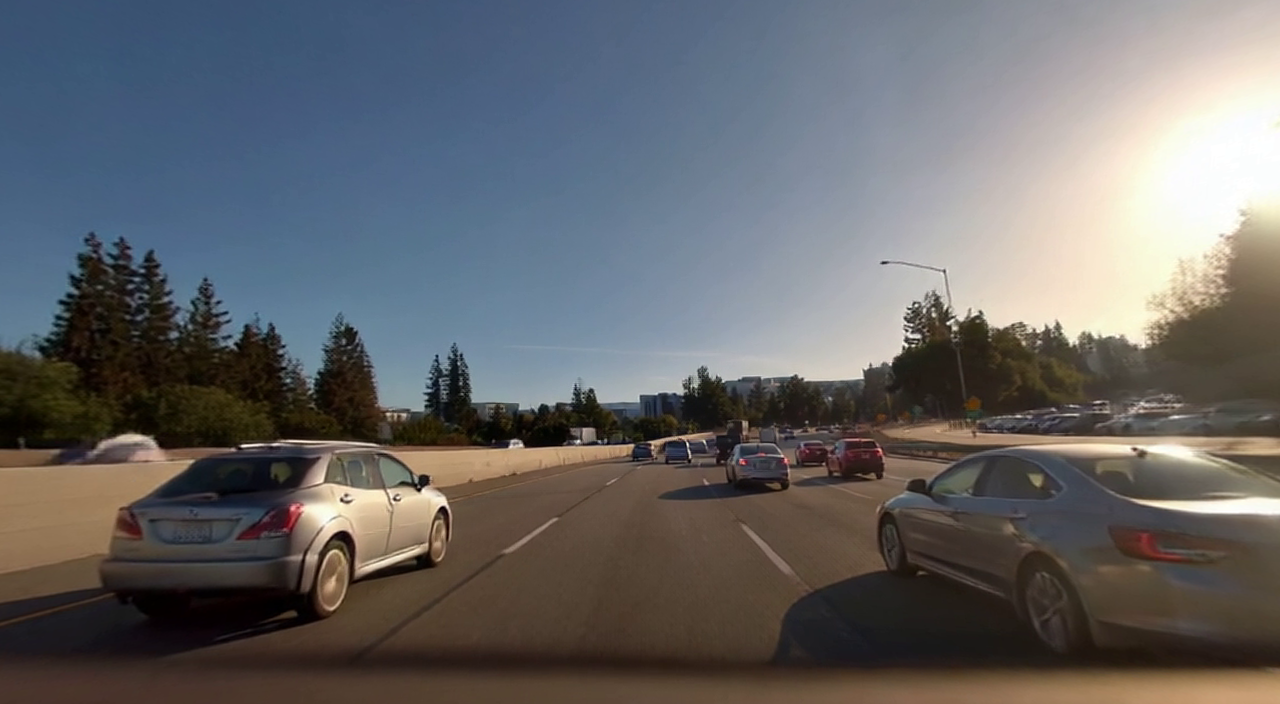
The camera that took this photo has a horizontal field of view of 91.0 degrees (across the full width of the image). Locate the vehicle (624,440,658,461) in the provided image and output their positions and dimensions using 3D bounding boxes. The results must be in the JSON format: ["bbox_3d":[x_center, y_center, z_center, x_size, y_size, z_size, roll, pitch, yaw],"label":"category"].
[{"bbox_3d":[0.123,7.436,47.502,2.059,1.516,4.236,-1,-9,7],"label":"vehicle"}]

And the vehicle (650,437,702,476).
[{"bbox_3d":[1.643,4.718,28.492,2.201,1.614,3.803,-1,-9,4],"label":"vehicle"}]

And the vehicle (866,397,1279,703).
[{"bbox_3d":[3.424,1.236,4.391,2.014,1.489,4.696,0,-9,1],"label":"vehicle"}]

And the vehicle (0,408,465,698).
[{"bbox_3d":[-3.250,1.438,5.731,1.937,1.558,4.469,0,-9,1],"label":"vehicle"}]

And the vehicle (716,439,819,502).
[{"bbox_3d":[3.346,3.215,17.505,2.009,1.489,4.559,0,-9,1],"label":"vehicle"}]
